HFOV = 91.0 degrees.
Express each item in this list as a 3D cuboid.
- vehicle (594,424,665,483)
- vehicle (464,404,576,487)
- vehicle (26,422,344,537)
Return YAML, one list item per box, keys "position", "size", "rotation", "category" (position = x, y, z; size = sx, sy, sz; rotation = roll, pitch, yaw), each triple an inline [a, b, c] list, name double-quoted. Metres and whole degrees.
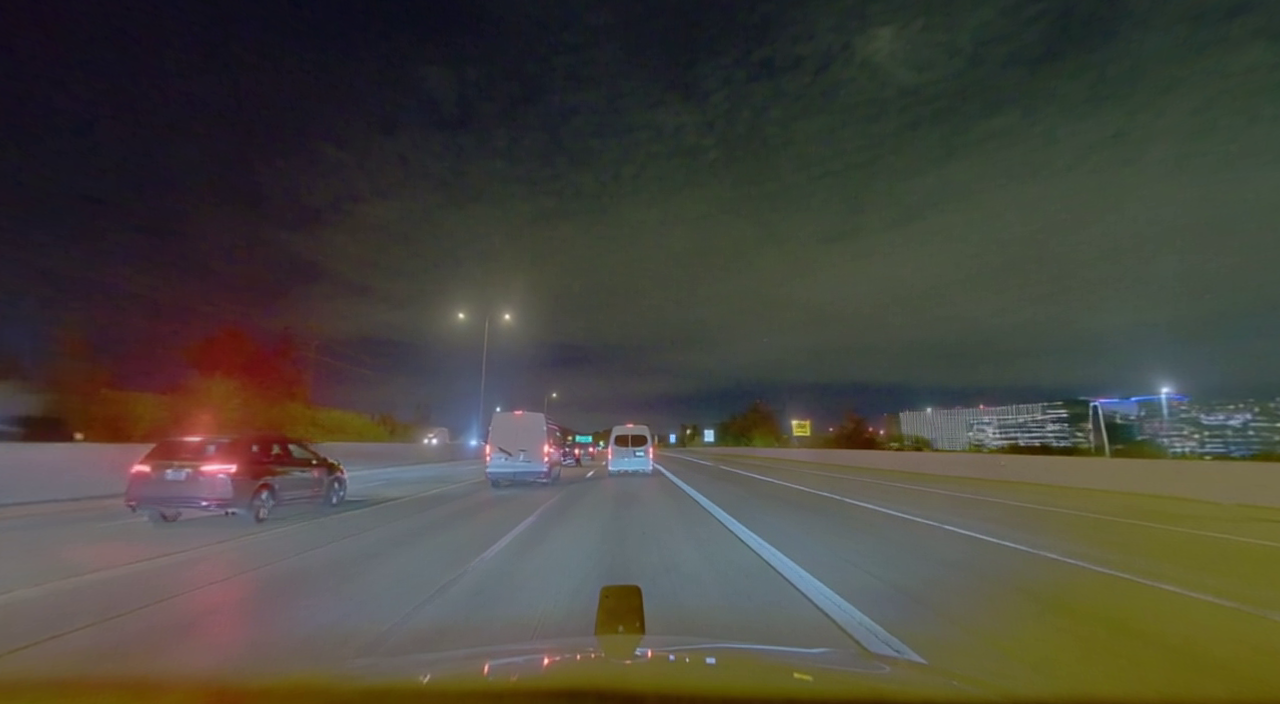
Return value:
- position: [-0.316, 3.477, 21.673]
  size: [2.207, 1.807, 4.199]
  rotation: [0, -9, 0]
  category: "vehicle"
- position: [-3.657, 3.057, 20.611]
  size: [2.504, 2.276, 5.933]
  rotation: [0, -9, 0]
  category: "vehicle"
- position: [-7.075, 2.021, 10.625]
  size: [1.959, 1.493, 4.575]
  rotation: [0, -9, 0]
  category: "vehicle"
